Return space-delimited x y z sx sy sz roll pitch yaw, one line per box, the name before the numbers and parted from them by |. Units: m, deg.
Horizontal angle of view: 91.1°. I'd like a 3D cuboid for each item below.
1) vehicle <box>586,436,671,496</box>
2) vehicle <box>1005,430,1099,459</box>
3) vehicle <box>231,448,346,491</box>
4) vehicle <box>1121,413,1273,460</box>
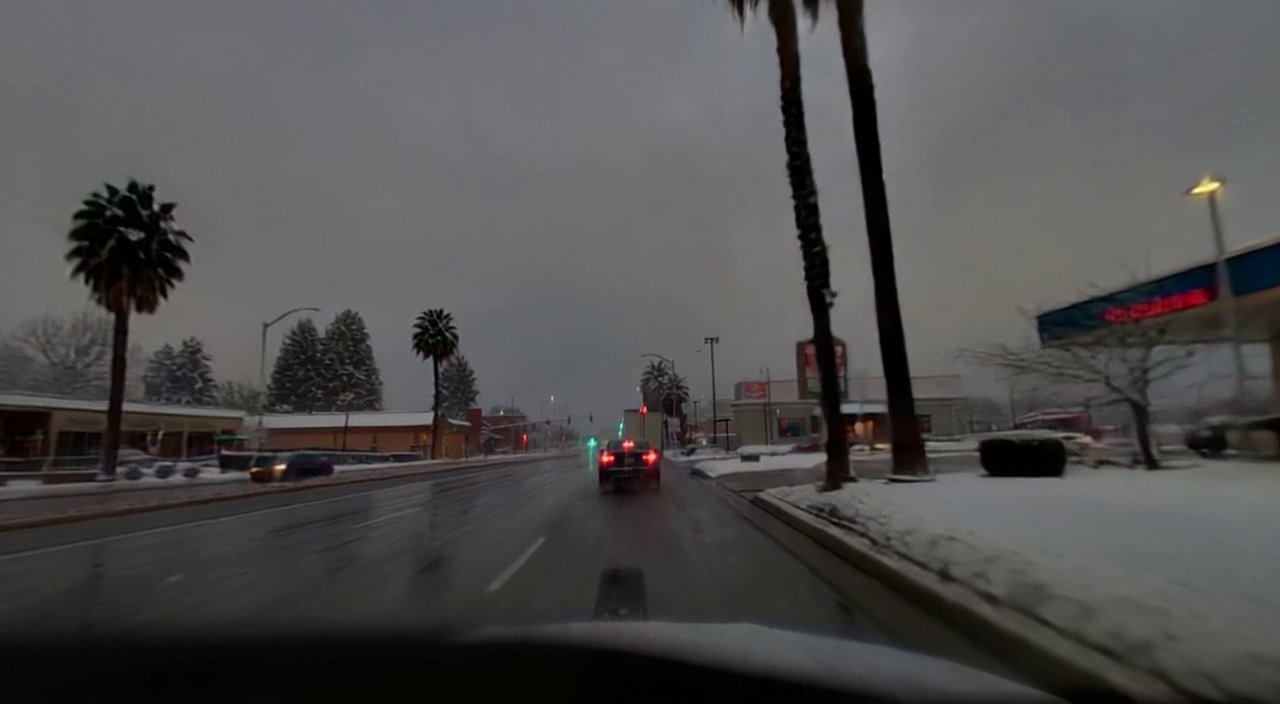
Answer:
vehicle | -0.265 3.213 18.101 2.145 1.483 4.453 0 -8 1
vehicle | 22.511 5.130 34.539 1.876 1.482 4.633 0 -10 -2
vehicle | -13.379 4.458 24.245 1.923 1.490 4.372 0 -8 0
vehicle | 22.116 3.427 25.228 1.853 1.698 4.468 0 -9 -2
